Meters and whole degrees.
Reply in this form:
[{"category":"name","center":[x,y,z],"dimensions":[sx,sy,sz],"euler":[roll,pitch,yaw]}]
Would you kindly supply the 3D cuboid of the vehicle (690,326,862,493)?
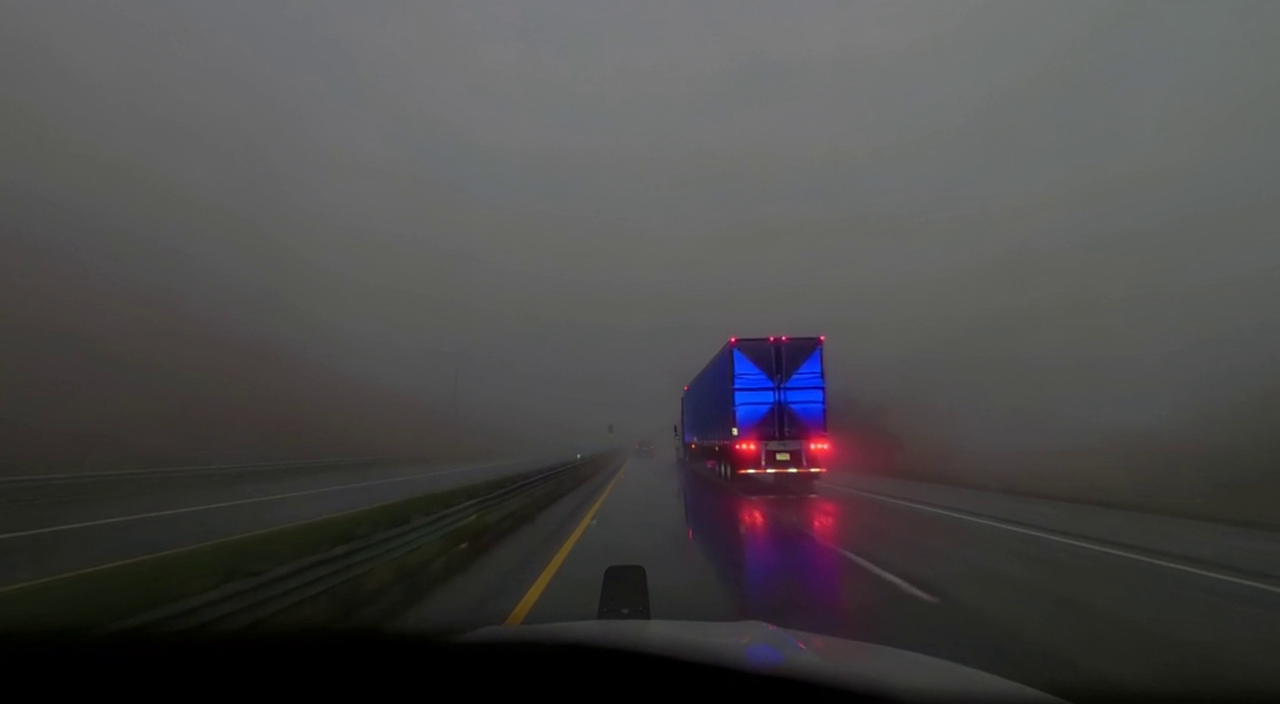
[{"category":"vehicle","center":[4.269,2.520,24.115],"dimensions":[3.615,4.578,13.539],"euler":[0,-8,0]}]
